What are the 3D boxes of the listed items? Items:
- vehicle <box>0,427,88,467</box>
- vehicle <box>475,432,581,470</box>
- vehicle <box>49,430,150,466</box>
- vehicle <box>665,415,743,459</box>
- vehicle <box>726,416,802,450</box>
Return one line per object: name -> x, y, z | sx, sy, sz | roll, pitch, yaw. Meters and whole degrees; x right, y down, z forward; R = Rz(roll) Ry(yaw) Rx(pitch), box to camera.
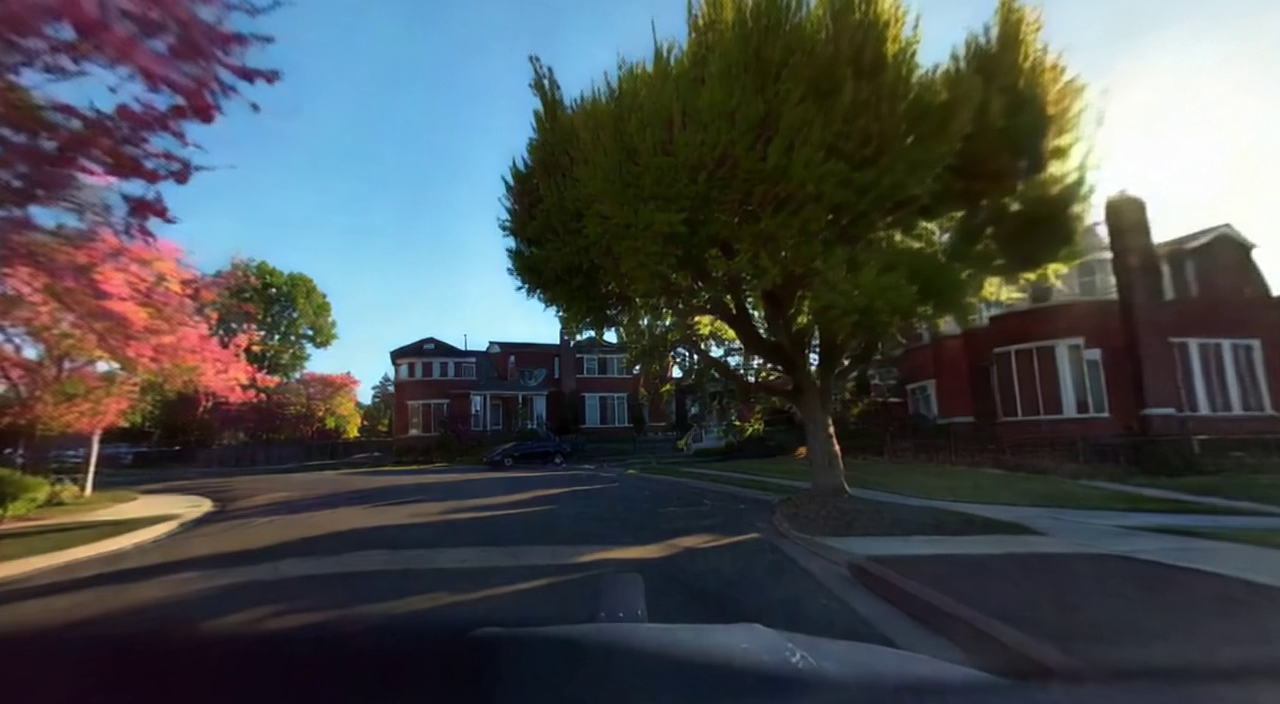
vehicle -> -28.638, 4.449, 29.610 | 3.913, 1.785, 2.147 | -2, -9, 14
vehicle -> -5.580, 5.014, 31.984 | 4.815, 1.827, 2.147 | -1, -9, 8
vehicle -> -27.644, 4.898, 32.337 | 4.237, 1.728, 2.203 | -4, -9, 25
vehicle -> 3.651, 4.696, 35.474 | 2.310, 1.701, 4.280 | 1, 2, 40
vehicle -> 6.965, 4.559, 35.140 | 2.152, 1.773, 4.495 | -7, -11, 40
